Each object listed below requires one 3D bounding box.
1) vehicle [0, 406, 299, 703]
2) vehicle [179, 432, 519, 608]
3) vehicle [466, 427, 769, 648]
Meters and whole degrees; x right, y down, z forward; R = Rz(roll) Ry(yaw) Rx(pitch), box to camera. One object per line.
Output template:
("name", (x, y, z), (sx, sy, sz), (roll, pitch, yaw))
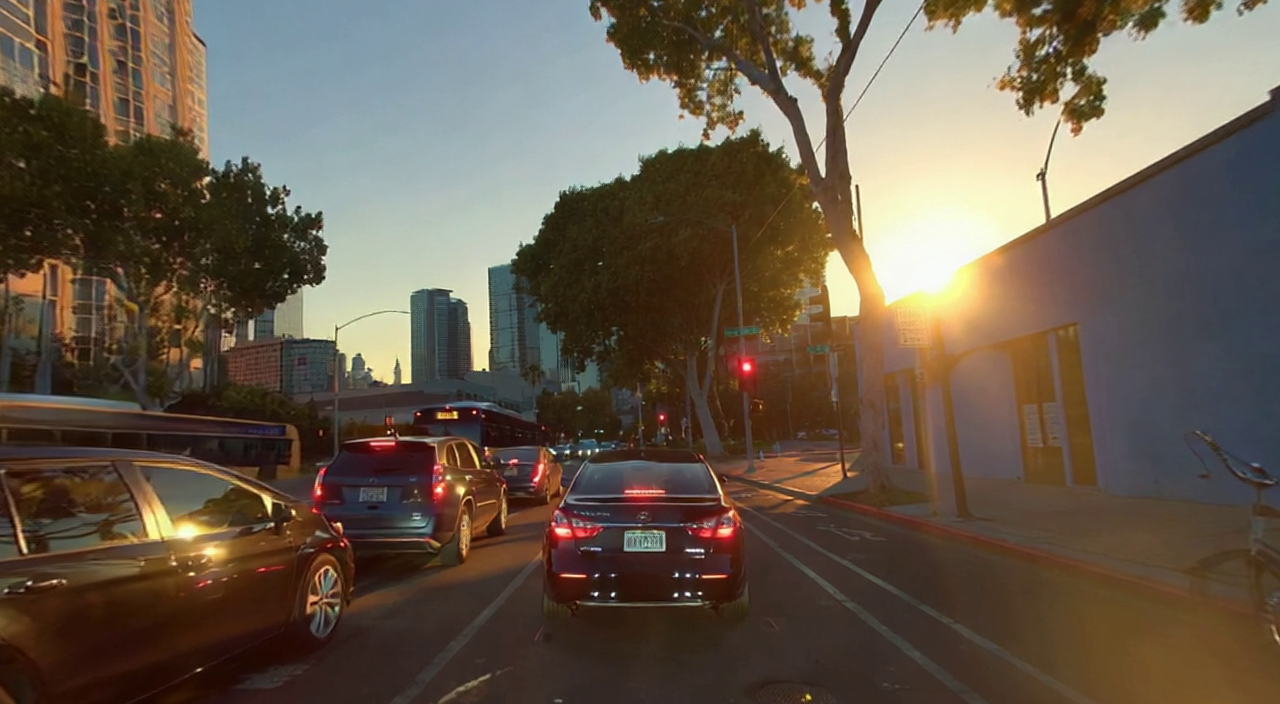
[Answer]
("vehicle", (-3.169, 0.869, 1.724), (1.867, 1.486, 4.452), (0, -8, 2))
("vehicle", (-2.911, 1.758, 7.633), (1.944, 1.481, 4.385), (0, -8, 1))
("vehicle", (-0.138, 1.528, 6.185), (2.031, 1.461, 3.763), (0, -8, 0))
